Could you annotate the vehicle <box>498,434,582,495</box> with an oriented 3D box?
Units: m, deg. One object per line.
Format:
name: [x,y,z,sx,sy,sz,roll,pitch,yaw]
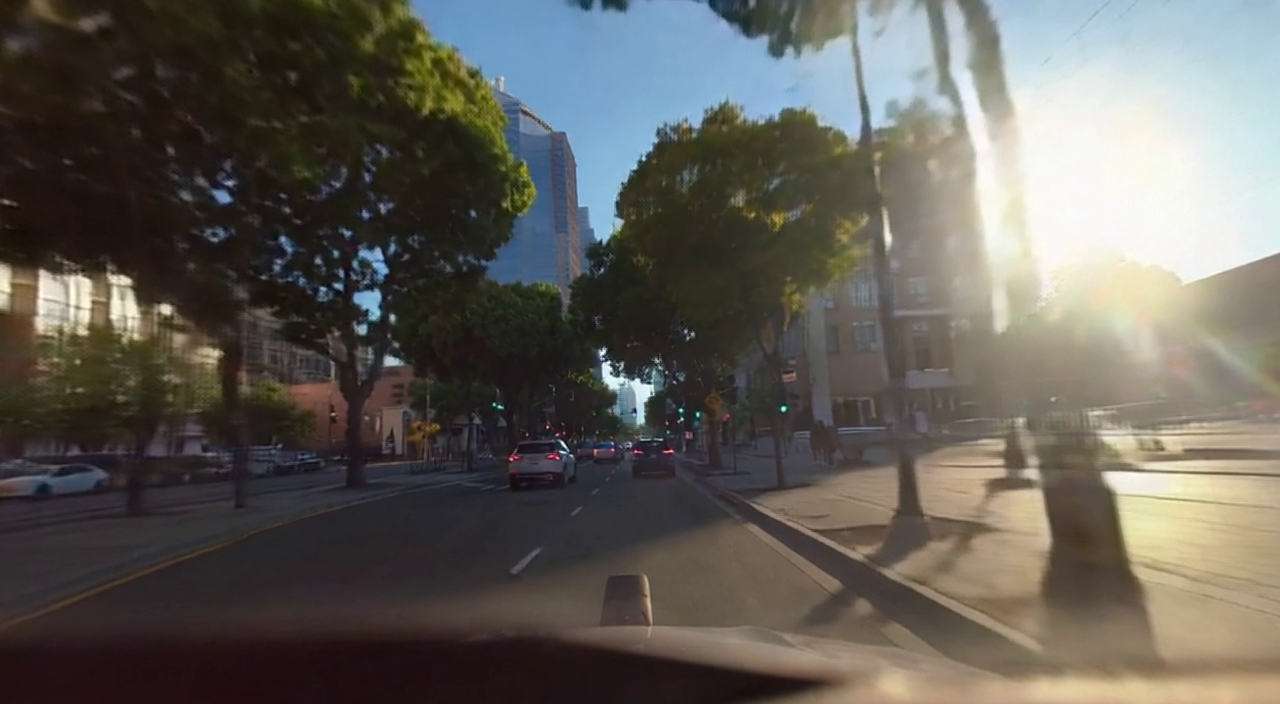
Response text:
vehicle: [-3.046,3.512,20.002,1.940,1.722,3.823,0,-8,1]

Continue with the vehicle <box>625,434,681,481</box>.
vehicle: [0.503,4.259,25.690,2.120,1.758,3.917,0,-8,1]

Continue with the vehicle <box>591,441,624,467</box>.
vehicle: [-2.411,7.686,47.837,2.220,1.847,4.587,0,-8,1]

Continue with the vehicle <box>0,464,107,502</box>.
vehicle: [-30.503,6.694,32.559,1.929,1.671,4.597,0,-8,-2]
